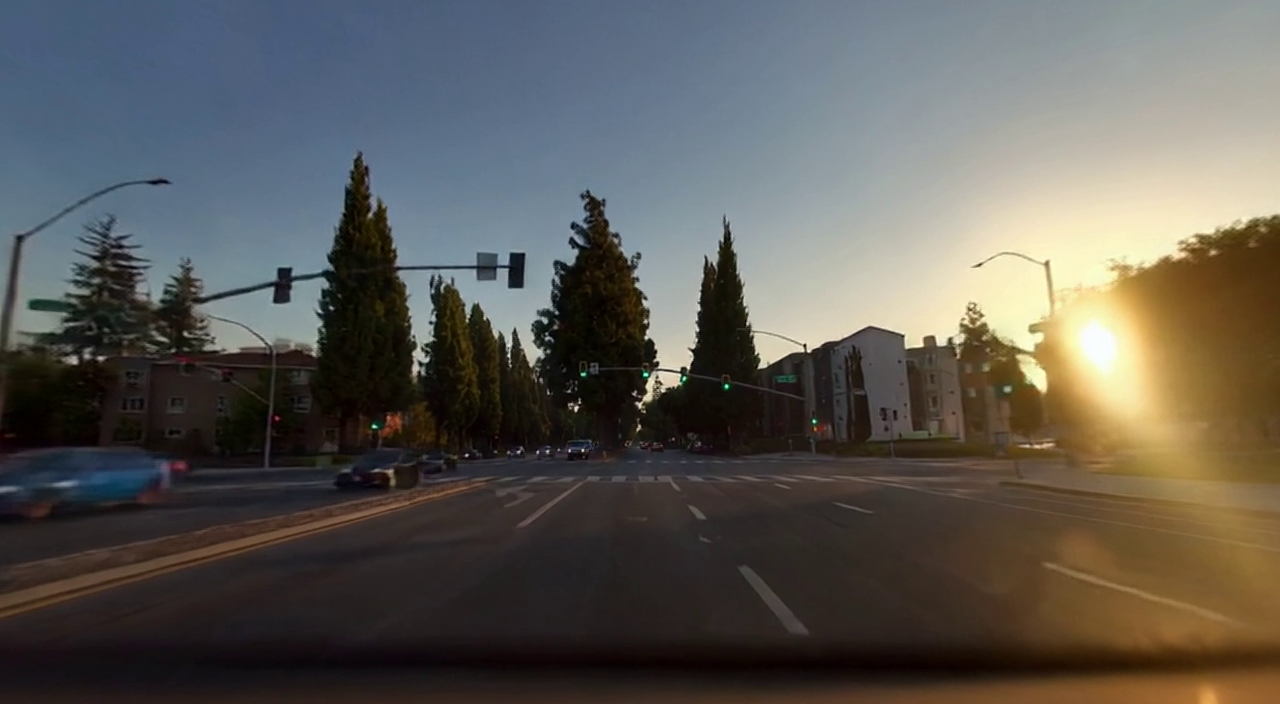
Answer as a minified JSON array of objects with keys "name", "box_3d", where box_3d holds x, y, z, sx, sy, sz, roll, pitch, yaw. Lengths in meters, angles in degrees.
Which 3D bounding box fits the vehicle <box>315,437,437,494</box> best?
[{"name":"vehicle","box_3d":[-8.767,3.787,21.502,2.140,1.685,4.571,0,-8,0]}]

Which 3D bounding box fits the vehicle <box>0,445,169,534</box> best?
[{"name":"vehicle","box_3d":[-11.869,2.568,12.278,1.952,1.478,4.521,0,-8,0]}]
